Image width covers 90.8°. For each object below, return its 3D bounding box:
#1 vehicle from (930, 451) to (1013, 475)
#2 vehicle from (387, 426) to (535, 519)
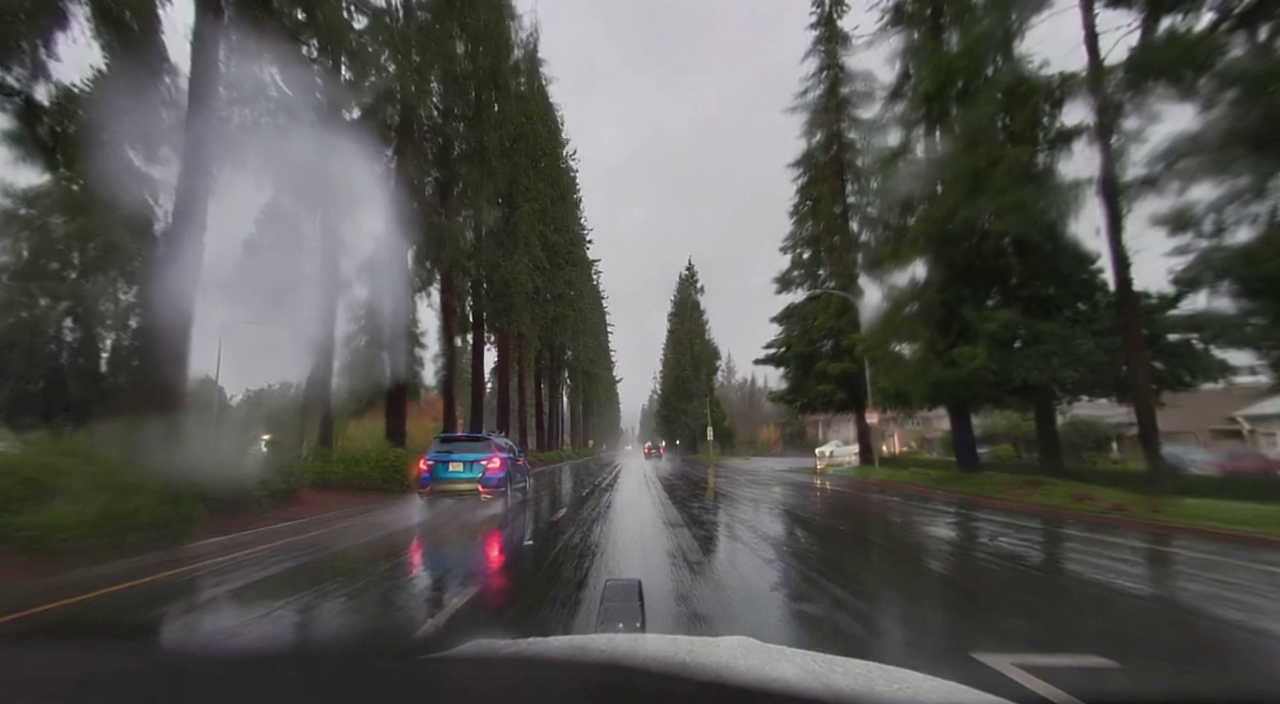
[{"bbox_3d":[20.855,6.994,39.878,4.145,1.418,1.988,-1,-8,8],"label":"vehicle"},{"bbox_3d":[-3.772,2.614,14.253,2.078,1.748,4.279,0,-8,0],"label":"vehicle"}]
